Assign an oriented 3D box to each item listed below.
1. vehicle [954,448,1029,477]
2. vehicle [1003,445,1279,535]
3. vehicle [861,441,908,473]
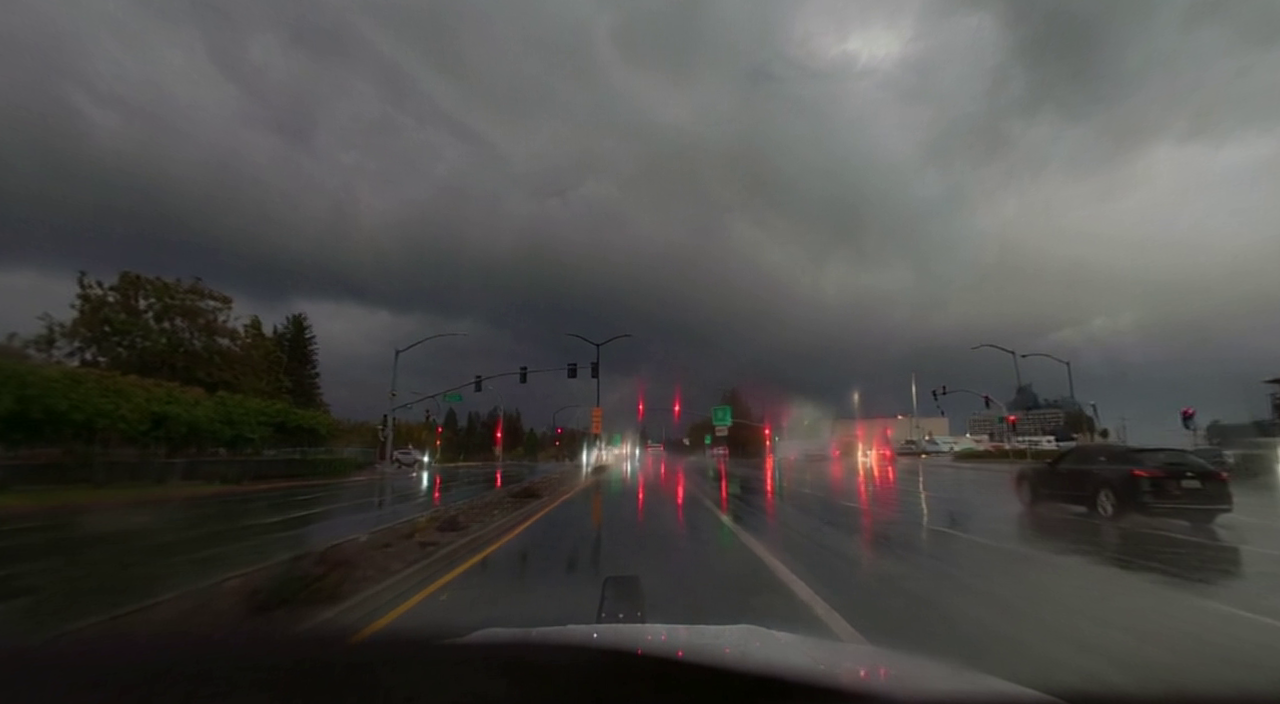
[{"bbox_3d":[20.586,6.453,37.225,1.896,1.524,4.562,0,-8,1],"label":"vehicle"},{"bbox_3d":[9.714,2.651,12.880,1.933,1.500,4.458,0,-8,-1],"label":"vehicle"},{"bbox_3d":[15.131,6.510,39.338,1.951,1.843,4.335,-2,-9,12],"label":"vehicle"}]
